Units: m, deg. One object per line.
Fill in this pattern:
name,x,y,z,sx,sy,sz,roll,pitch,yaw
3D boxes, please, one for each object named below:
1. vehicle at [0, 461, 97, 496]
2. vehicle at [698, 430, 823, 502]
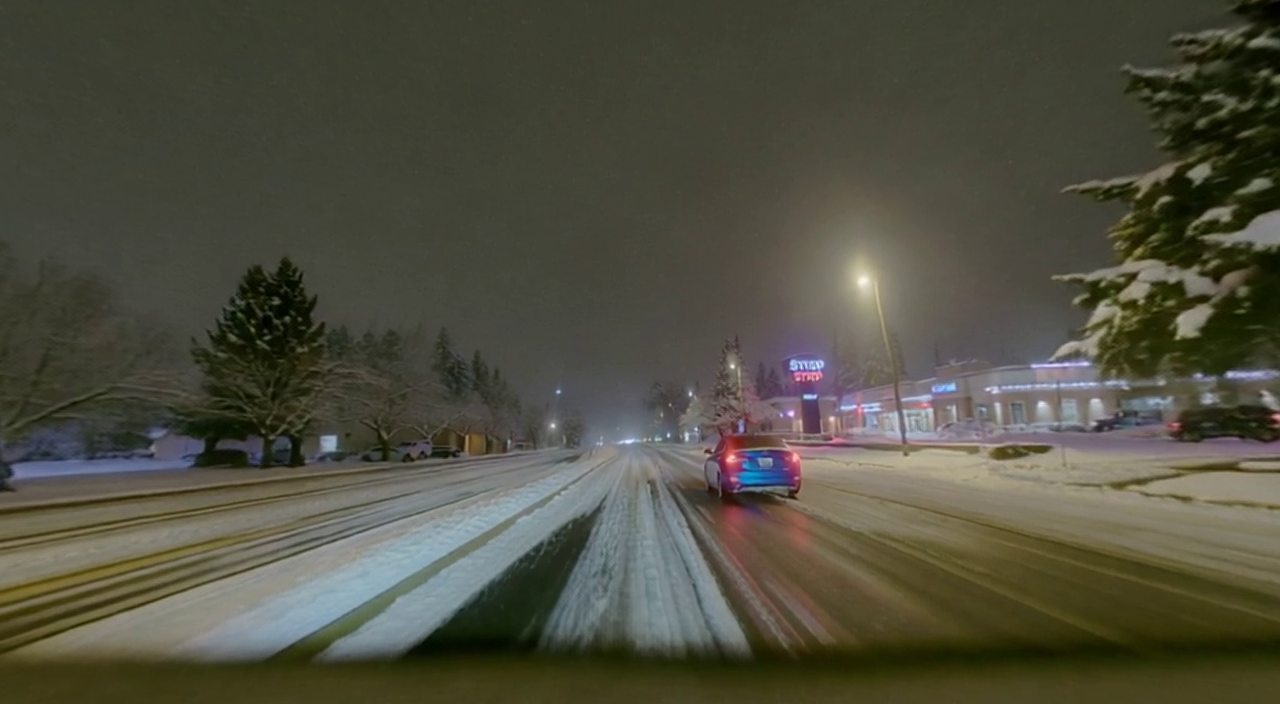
vehicle,-27.513,5.679,28.314,4.294,1.417,1.802,5,-10,-30
vehicle,2.718,2.702,15.344,2.015,1.479,4.444,0,-8,-2
